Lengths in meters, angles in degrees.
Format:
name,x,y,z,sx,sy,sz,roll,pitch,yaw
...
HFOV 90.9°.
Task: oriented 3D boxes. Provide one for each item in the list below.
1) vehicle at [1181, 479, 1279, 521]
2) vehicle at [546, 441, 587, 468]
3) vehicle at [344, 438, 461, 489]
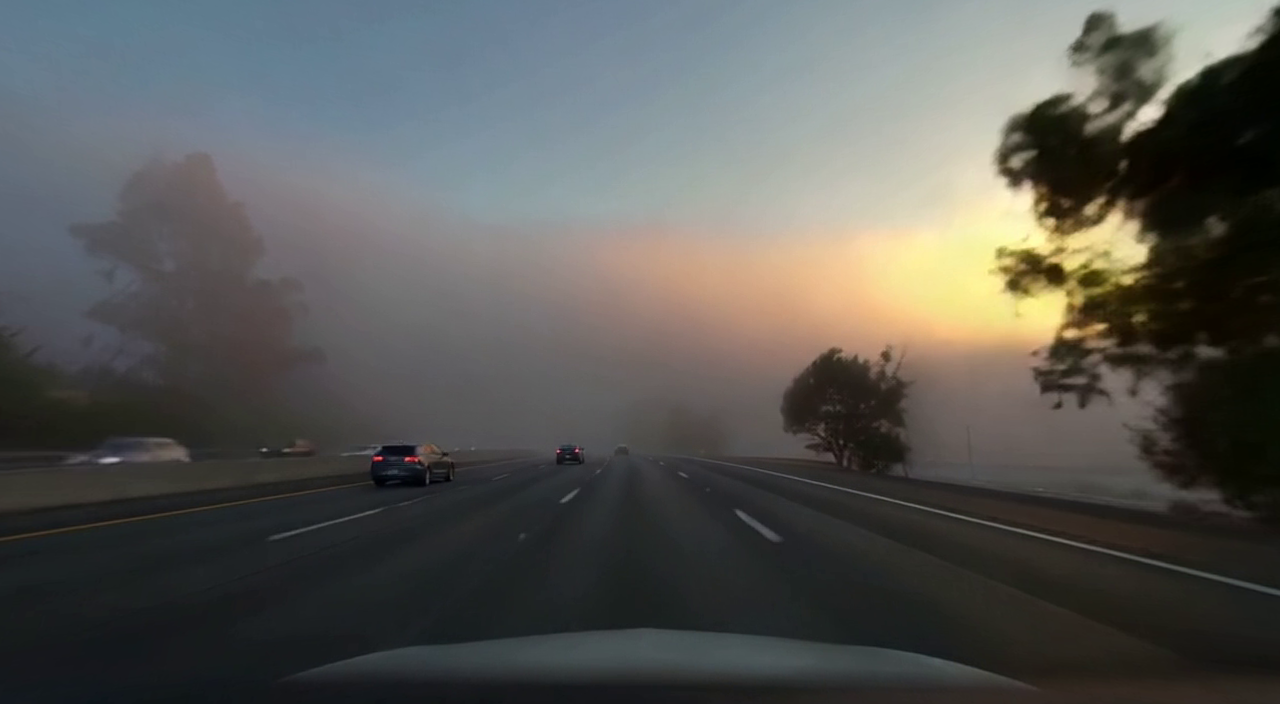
name,x,y,z,sx,sy,sz,roll,pitch,yaw
vehicle,26.630,6.505,28.003,2.005,1.478,4.056,-1,-9,9
vehicle,-4.213,5.908,36.638,1.936,1.465,4.060,0,-8,-1
vehicle,-7.591,3.595,20.743,2.038,1.463,4.656,0,-8,0
